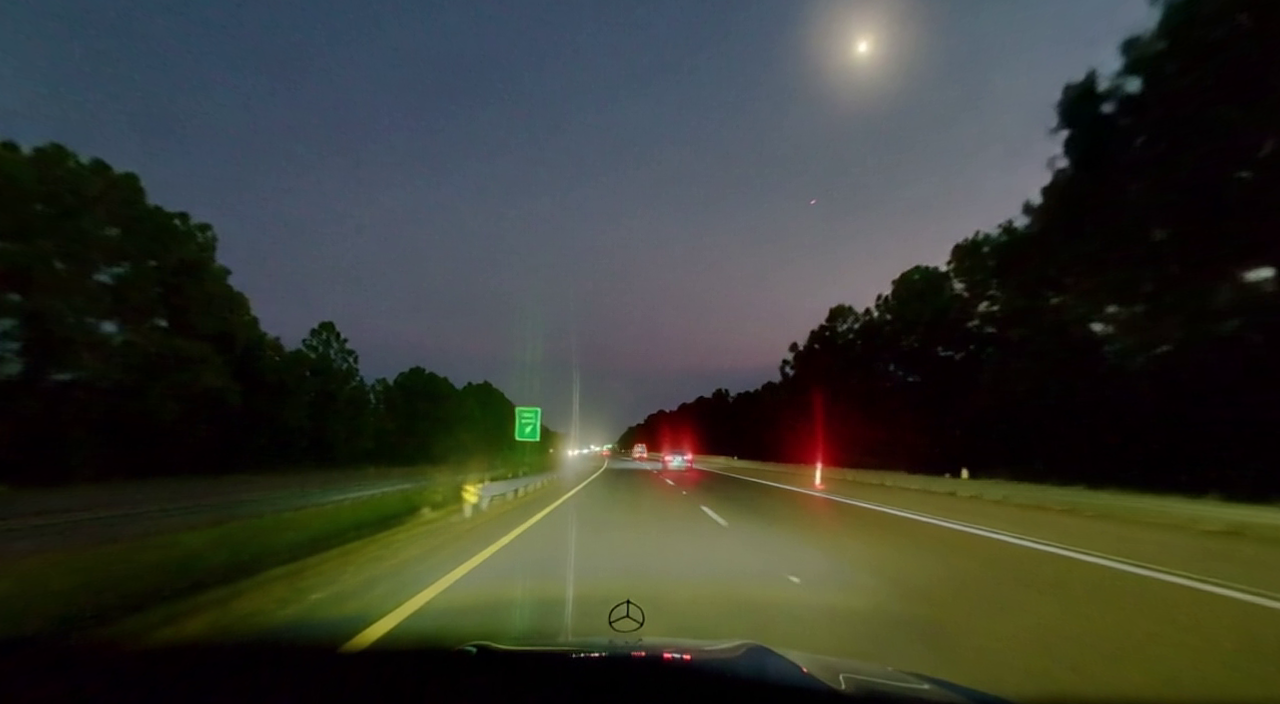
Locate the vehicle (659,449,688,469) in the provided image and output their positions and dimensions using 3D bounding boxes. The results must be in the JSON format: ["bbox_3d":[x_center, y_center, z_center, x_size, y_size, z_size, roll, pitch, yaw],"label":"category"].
[{"bbox_3d":[2.589,8.357,49.393,1.870,1.486,3.858,0,-9,-3],"label":"vehicle"}]
